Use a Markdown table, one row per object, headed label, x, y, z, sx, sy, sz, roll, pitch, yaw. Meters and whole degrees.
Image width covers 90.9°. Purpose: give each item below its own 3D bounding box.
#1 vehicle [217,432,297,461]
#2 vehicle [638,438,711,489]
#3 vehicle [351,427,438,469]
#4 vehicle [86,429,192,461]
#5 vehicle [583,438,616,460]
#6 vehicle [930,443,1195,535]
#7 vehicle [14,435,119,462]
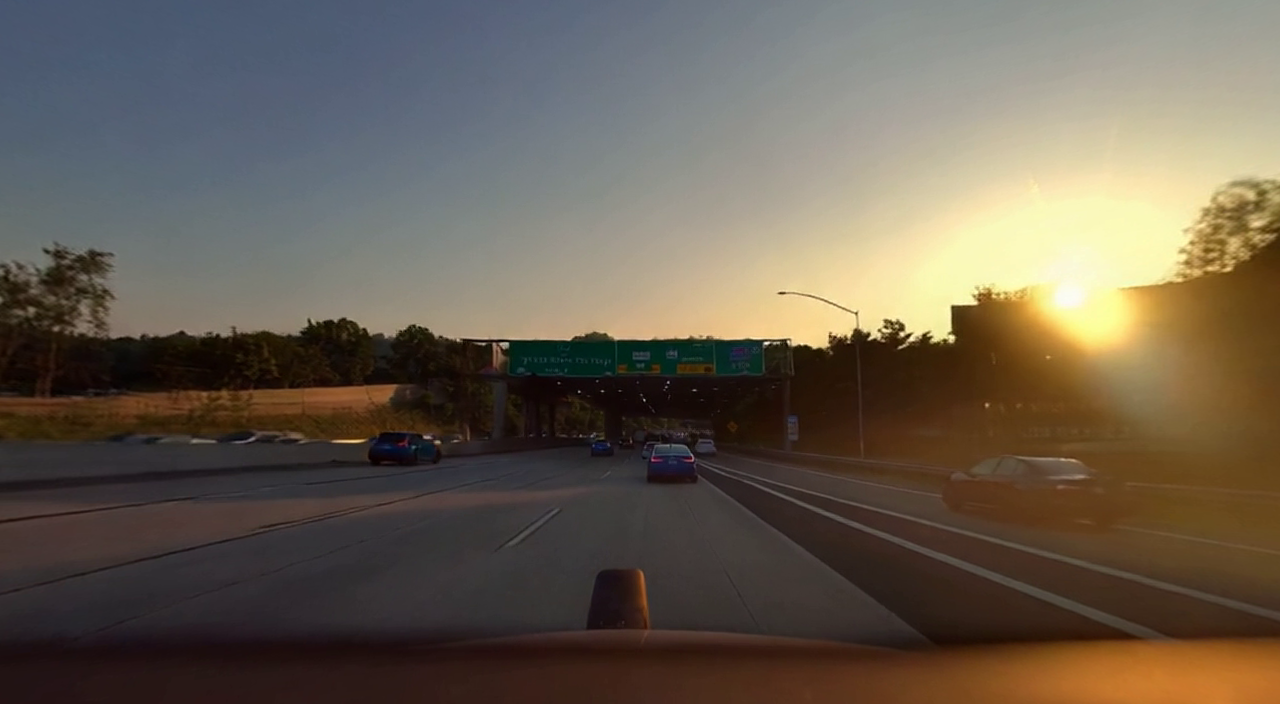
| label | x | y | z | sx | sy | sz | roll | pitch | yaw |
| --- | --- | --- | --- | --- | --- | --- | --- | --- | --- |
| vehicle | -21.192 | 5.259 | 35.118 | 1.778 | 1.462 | 4.185 | 0 | -8 | 1 |
| vehicle | 0.995 | 3.511 | 20.214 | 2.113 | 1.464 | 4.073 | 0 | -8 | 0 |
| vehicle | -10.588 | 4.174 | 27.593 | 1.950 | 1.664 | 4.403 | 0 | -8 | 1 |
| vehicle | -25.328 | 4.739 | 32.109 | 1.835 | 1.487 | 4.234 | 0 | -8 | 1 |
| vehicle | -2.995 | 7.272 | 47.311 | 2.047 | 1.497 | 4.208 | 0 | -8 | 2 |
| vehicle | 7.763 | 2.520 | 12.281 | 2.030 | 1.442 | 4.358 | 1 | -8 | -2 |
| vehicle | -32.533 | 5.508 | 35.978 | 1.717 | 1.425 | 4.484 | 0 | -8 | 1 |
